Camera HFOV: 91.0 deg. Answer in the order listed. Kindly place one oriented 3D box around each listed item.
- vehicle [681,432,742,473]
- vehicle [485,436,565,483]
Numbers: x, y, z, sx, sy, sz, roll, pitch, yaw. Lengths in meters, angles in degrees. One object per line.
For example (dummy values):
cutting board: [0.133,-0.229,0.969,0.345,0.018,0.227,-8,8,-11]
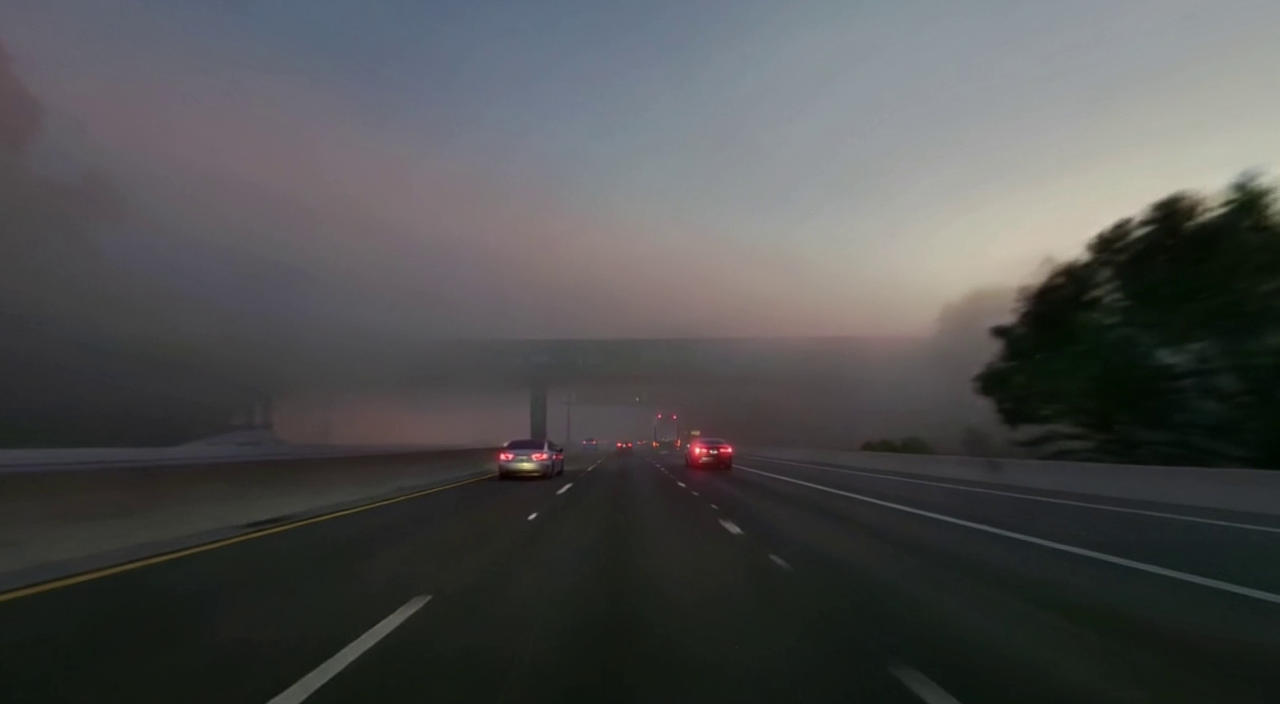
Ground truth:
vehicle: [2.993,4.304,27.135,2.001,1.625,4.088,0,-8,-2]
vehicle: [-3.959,3.771,22.451,2.064,1.479,4.370,0,-8,0]
